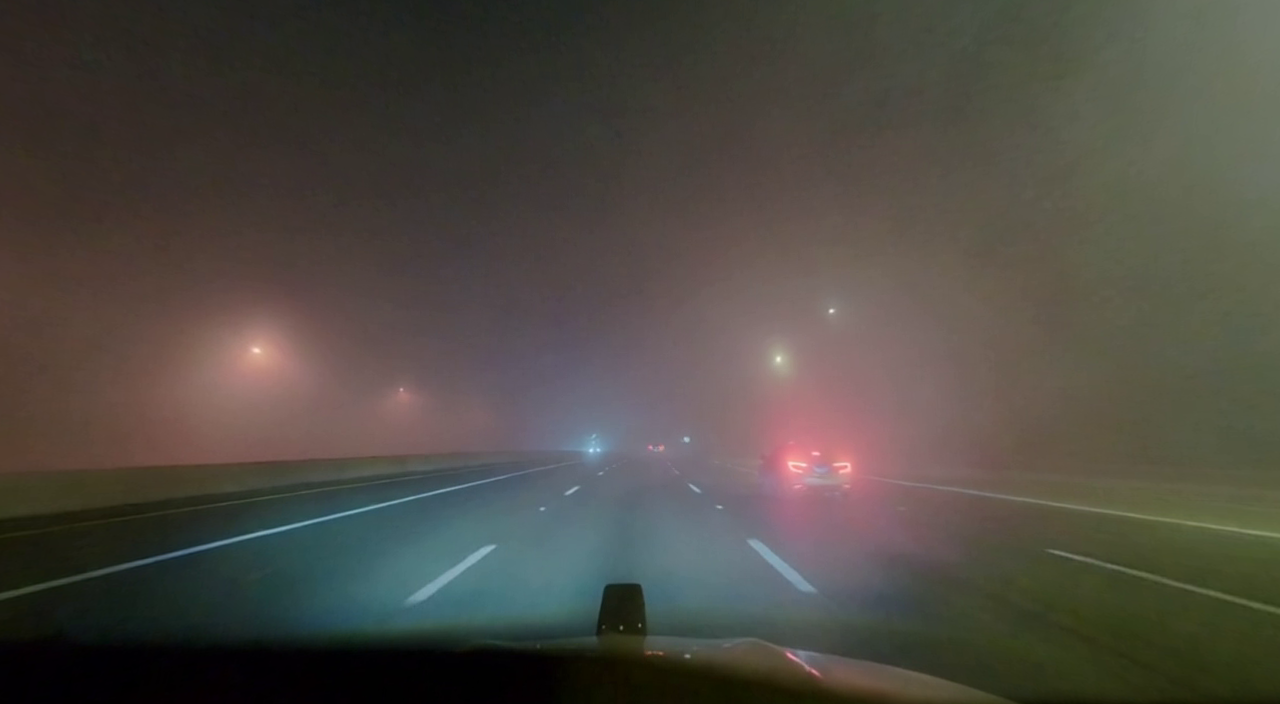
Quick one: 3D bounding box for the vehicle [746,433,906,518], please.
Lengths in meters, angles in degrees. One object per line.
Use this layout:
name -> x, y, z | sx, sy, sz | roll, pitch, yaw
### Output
vehicle -> 3.693, 2.551, 13.565 | 1.999, 1.492, 4.673 | 0, -9, 0
